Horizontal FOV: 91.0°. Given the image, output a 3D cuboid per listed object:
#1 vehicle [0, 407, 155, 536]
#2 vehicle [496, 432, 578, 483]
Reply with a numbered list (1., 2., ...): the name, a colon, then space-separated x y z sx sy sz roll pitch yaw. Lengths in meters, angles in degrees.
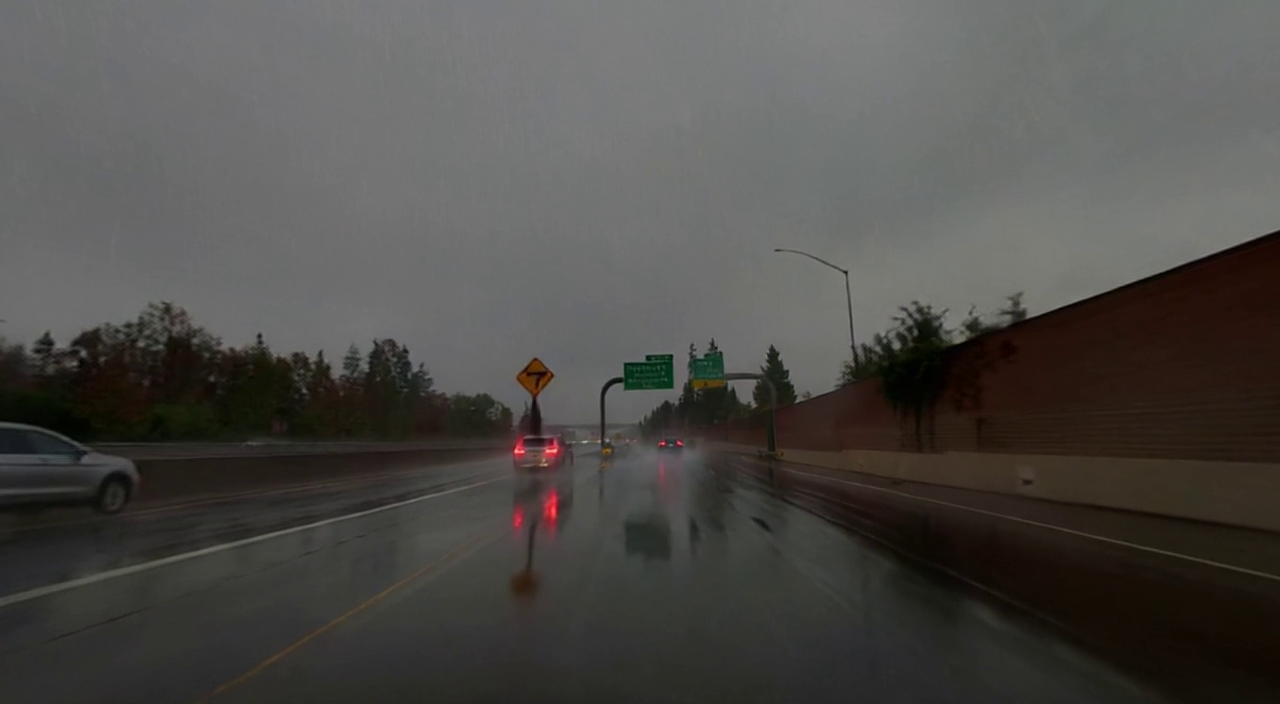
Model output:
1. vehicle: -9.146 1.539 8.108 2.025 1.618 4.683 0 -9 0
2. vehicle: -3.671 3.884 23.453 2.151 1.707 4.759 0 -9 1
